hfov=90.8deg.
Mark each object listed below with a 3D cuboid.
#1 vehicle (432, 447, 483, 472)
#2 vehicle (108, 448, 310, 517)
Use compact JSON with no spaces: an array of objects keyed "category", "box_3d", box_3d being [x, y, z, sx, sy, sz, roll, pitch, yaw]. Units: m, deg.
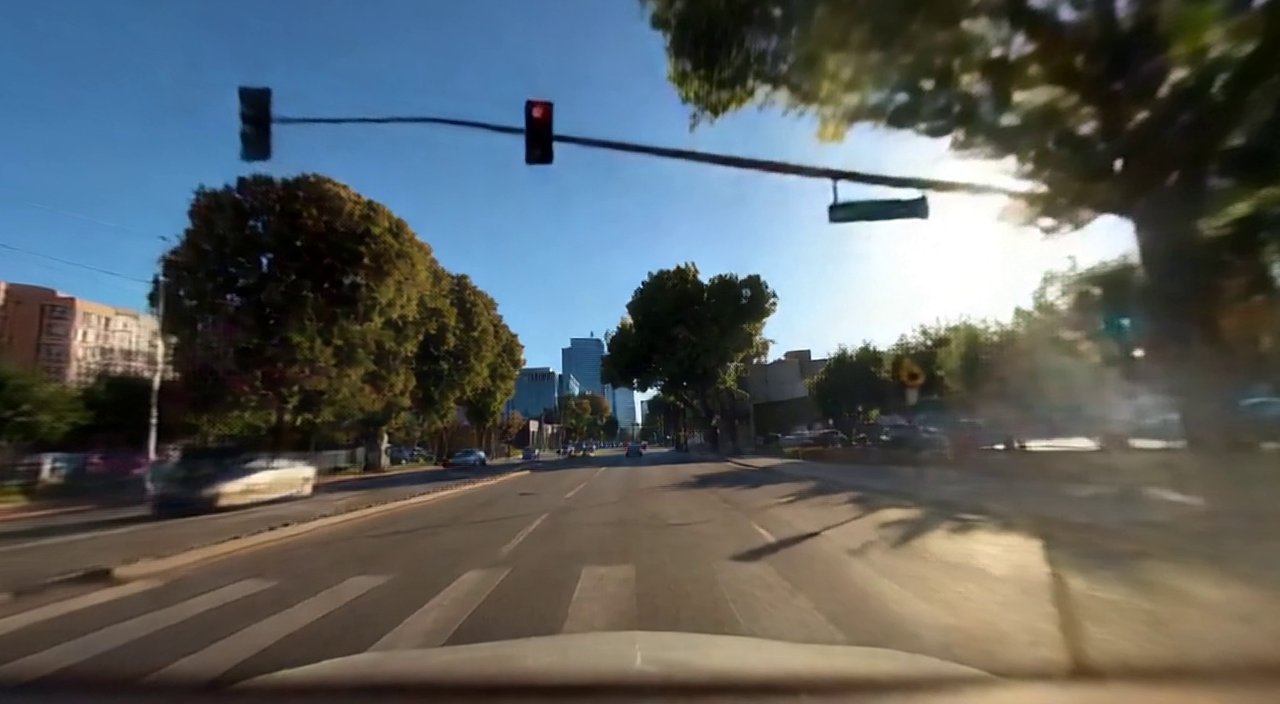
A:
[{"category":"vehicle","box_3d":[-11.890,7.018,41.402,1.945,1.492,4.672,0,-8,0]},{"category":"vehicle","box_3d":[-11.011,3.330,16.719,1.914,1.499,4.785,-1,-8,1]}]
